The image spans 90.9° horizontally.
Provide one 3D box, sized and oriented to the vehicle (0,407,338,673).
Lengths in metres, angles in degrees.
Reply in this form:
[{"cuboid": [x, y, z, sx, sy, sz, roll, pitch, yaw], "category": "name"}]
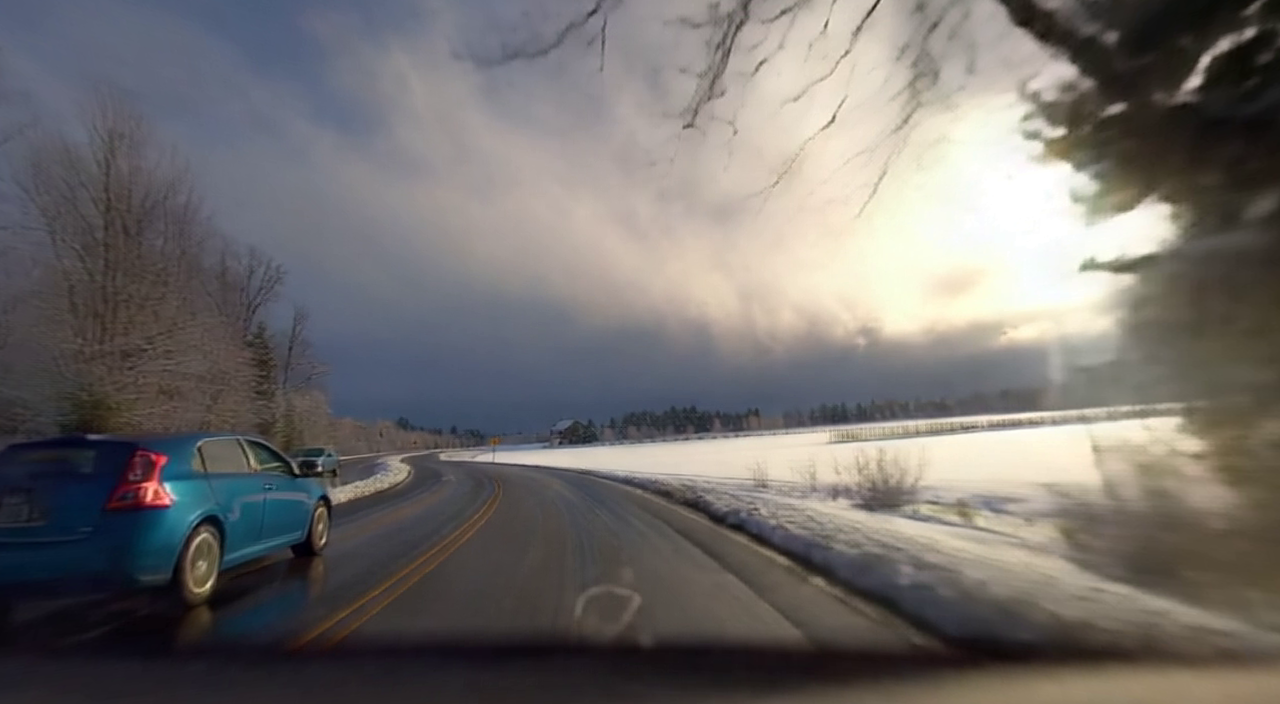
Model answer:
[{"cuboid": [-4.731, 1.461, 5.839, 2.078, 1.607, 3.959, 0, -9, -4], "category": "vehicle"}]
